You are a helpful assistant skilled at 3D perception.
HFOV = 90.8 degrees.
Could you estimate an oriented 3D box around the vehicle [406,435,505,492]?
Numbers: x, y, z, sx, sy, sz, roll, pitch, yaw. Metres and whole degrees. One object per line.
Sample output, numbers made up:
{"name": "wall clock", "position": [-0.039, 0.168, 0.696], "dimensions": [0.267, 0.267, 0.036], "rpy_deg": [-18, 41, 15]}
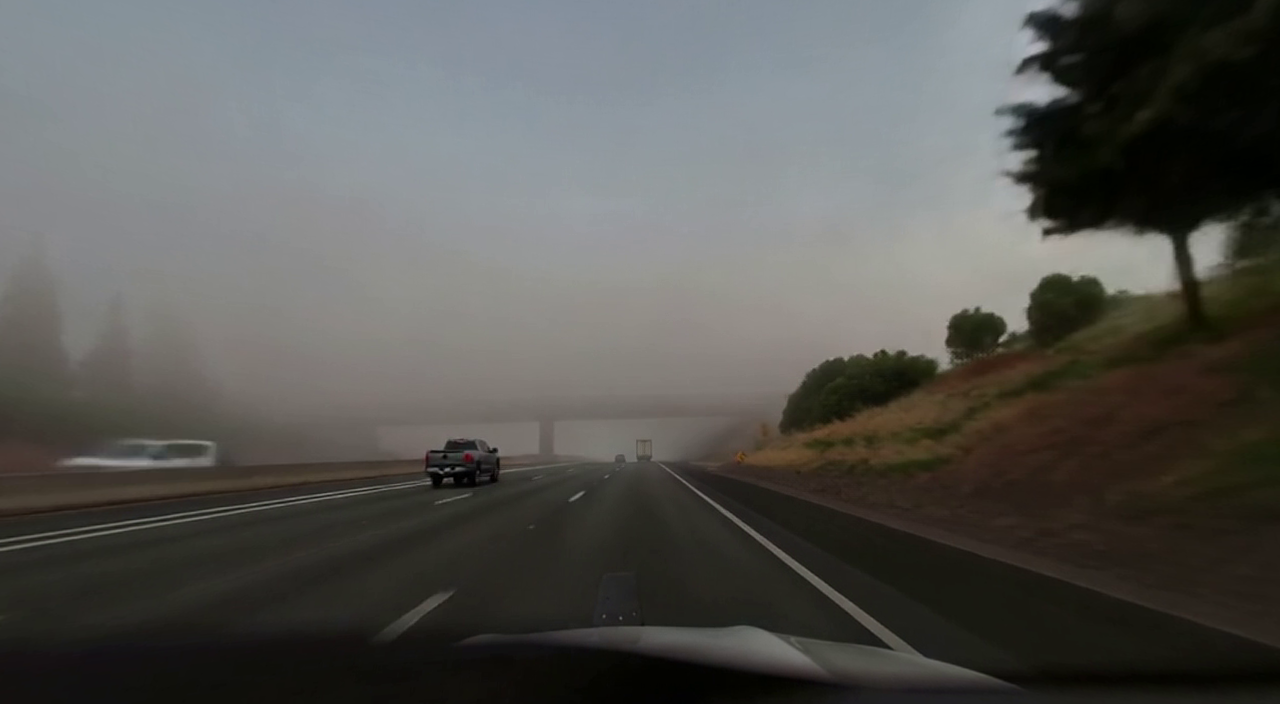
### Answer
{"name": "vehicle", "position": [-6.956, 4.268, 24.491], "dimensions": [2.232, 1.947, 5.180], "rpy_deg": [0, -9, 0]}
